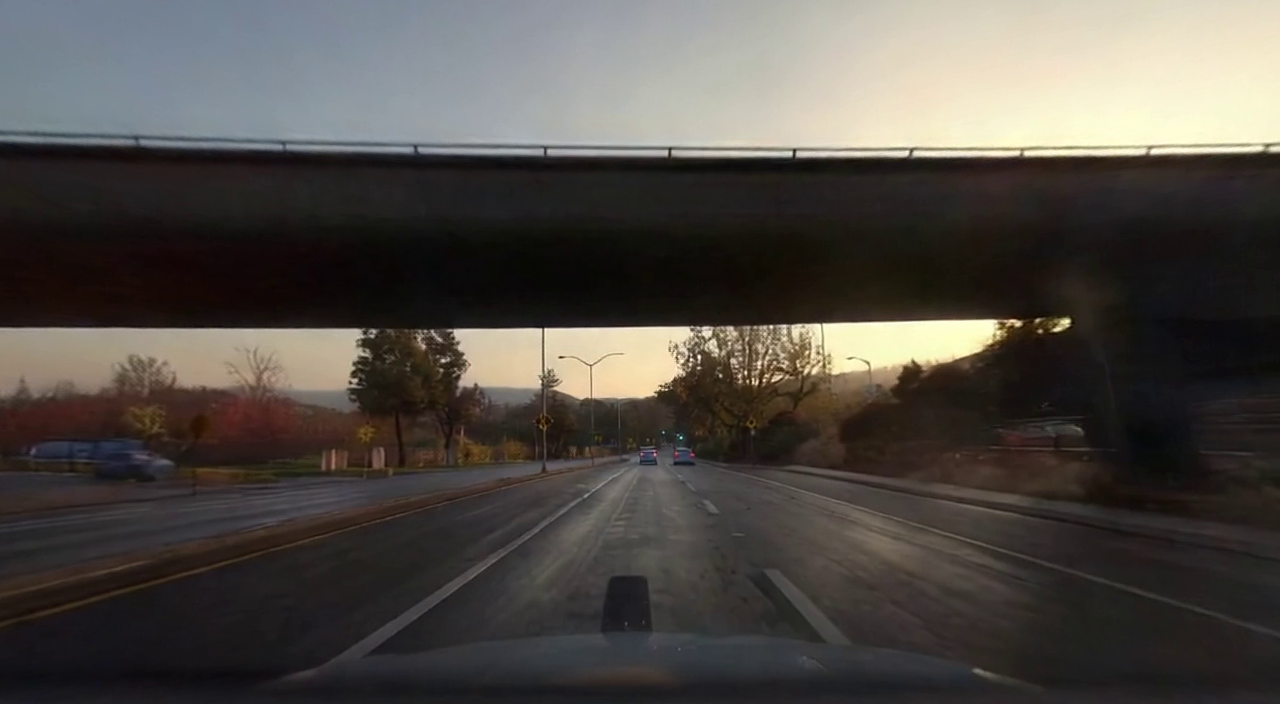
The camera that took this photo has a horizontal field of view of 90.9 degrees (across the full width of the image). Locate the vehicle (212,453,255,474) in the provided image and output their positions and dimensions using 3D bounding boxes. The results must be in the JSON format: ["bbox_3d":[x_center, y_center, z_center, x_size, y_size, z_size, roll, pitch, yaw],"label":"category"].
[{"bbox_3d":[-31.571,8.640,49.023,1.858,1.493,4.734,3,-9,-22],"label":"vehicle"}]

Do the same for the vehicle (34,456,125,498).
[{"bbox_3d":[-25.740,5.685,29.126,1.847,1.698,4.345,4,-9,-25],"label":"vehicle"}]
